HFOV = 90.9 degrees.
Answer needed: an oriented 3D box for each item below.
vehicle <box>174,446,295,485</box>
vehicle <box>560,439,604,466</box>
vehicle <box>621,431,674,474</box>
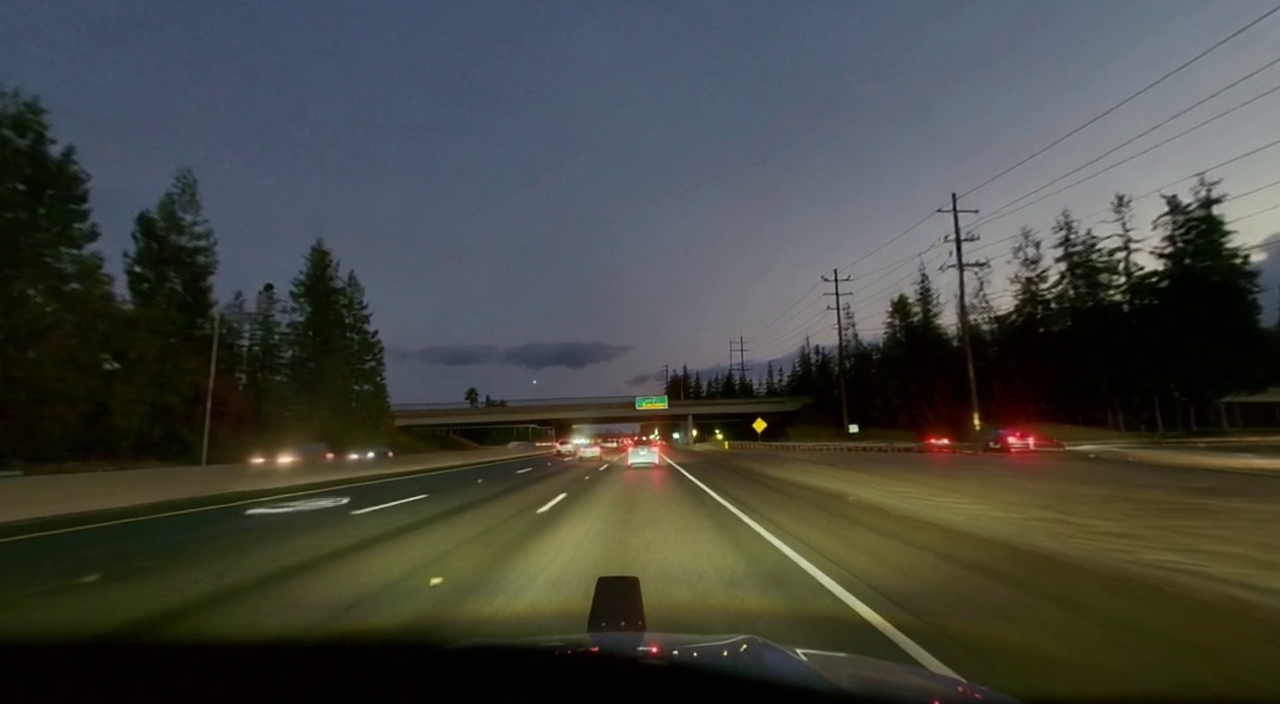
[{"bbox_3d":[-17.299,4.826,27.253,1.980,1.481,4.763,0,-8,1],"label":"vehicle"},{"bbox_3d":[-3.374,5.941,37.516,2.056,1.464,4.564,0,-8,1],"label":"vehicle"},{"bbox_3d":[0.291,4.330,27.375,2.152,1.697,4.066,0,-8,0],"label":"vehicle"}]
